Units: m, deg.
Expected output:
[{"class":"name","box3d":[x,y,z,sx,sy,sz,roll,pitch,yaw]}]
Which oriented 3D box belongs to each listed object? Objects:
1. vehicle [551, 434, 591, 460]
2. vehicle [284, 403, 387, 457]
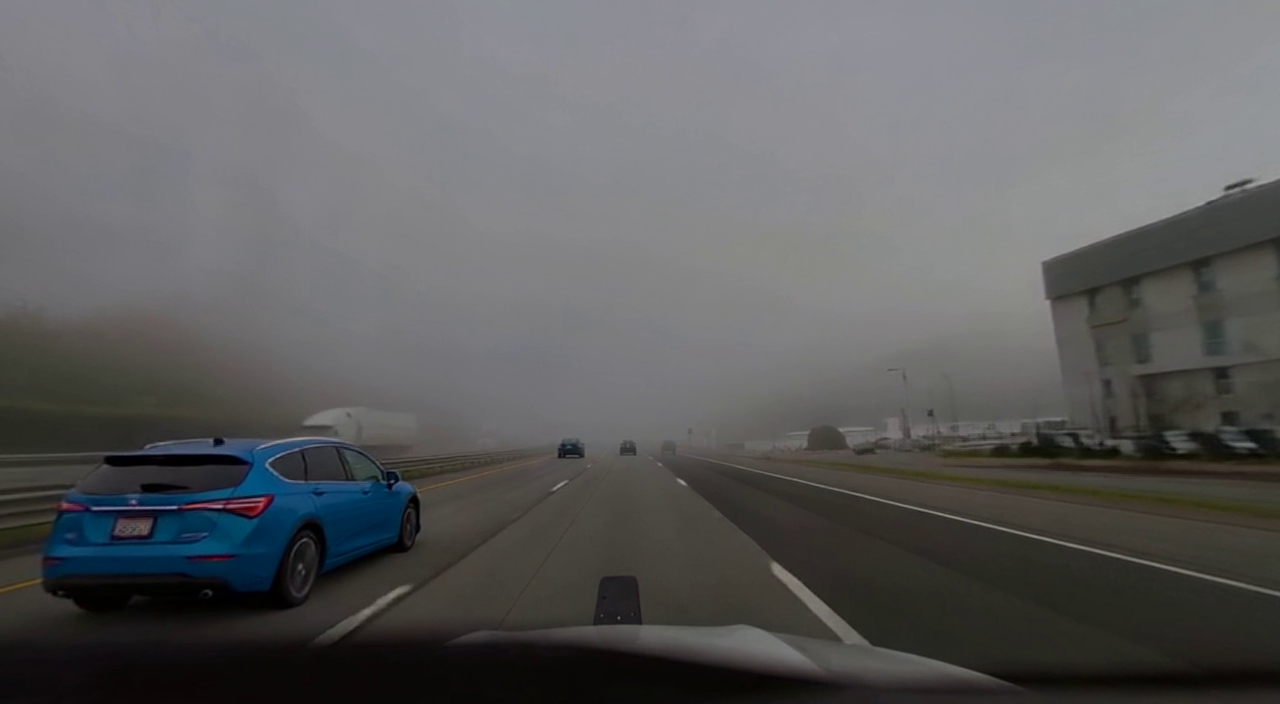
[{"class":"vehicle","box3d":[-4.508,6.326,41.922,2.271,1.626,4.463,0,-8,-1]},{"class":"vehicle","box3d":[-21.280,5.620,44.640,2.876,3.453,9.040,0,-8,-1]}]
